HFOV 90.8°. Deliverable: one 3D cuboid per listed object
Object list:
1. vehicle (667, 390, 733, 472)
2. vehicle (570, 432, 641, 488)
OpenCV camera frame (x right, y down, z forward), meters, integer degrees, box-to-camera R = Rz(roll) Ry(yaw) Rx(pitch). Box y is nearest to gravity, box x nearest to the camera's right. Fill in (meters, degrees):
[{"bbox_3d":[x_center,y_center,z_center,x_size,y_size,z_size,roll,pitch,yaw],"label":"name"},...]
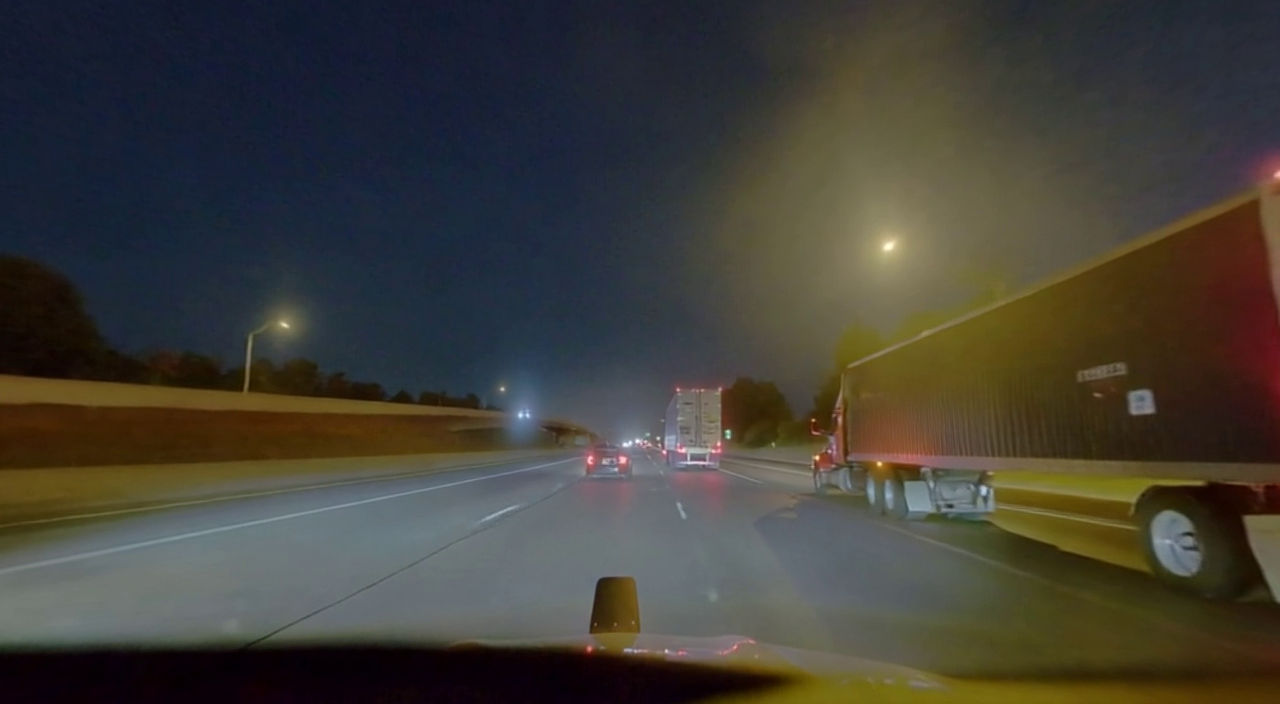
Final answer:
[{"bbox_3d":[3.216,4.672,36.504,2.964,4.063,10.072,0,-9,1],"label":"vehicle"},{"bbox_3d":[-1.046,3.674,21.784,2.077,1.716,4.514,0,-9,1],"label":"vehicle"}]
